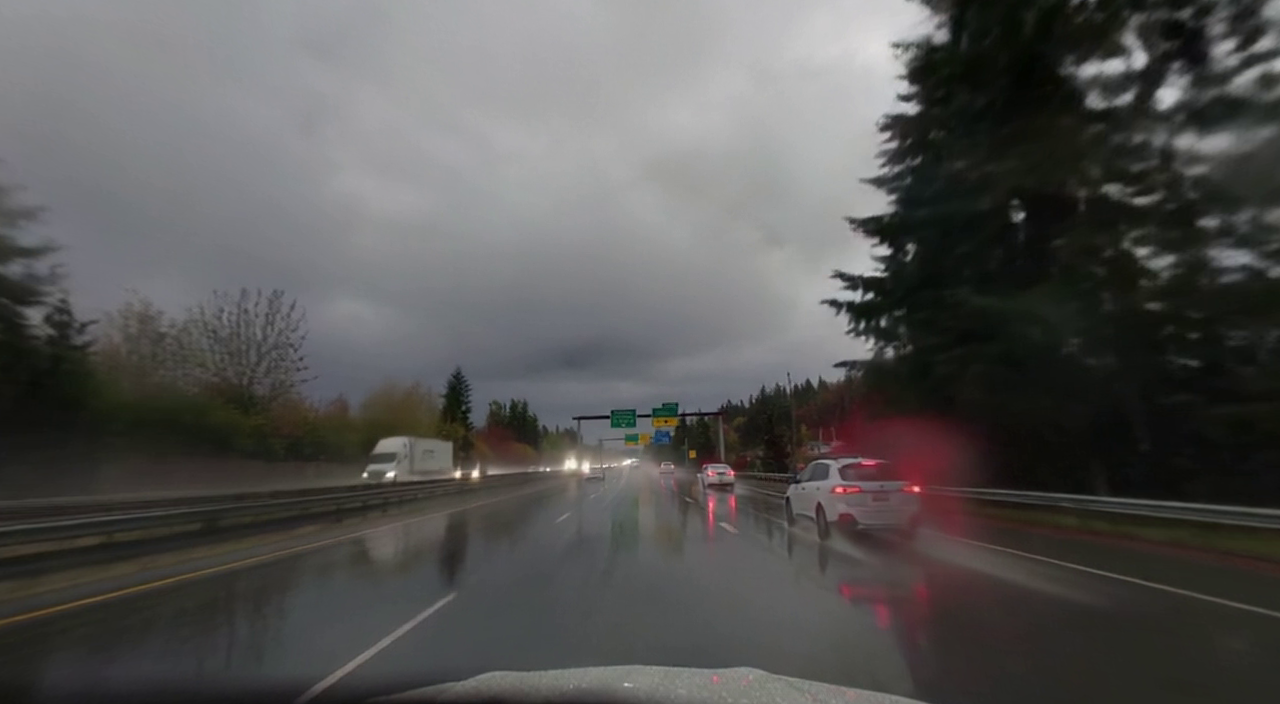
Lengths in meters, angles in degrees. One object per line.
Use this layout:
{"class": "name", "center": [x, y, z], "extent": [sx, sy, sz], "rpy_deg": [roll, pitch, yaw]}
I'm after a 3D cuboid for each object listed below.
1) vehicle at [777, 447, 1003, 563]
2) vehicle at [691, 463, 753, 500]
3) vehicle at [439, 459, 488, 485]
{"class": "vehicle", "center": [4.025, 2.586, 11.241], "extent": [2.010, 1.579, 4.679], "rpy_deg": [1, -10, -1]}
{"class": "vehicle", "center": [3.544, 5.704, 28.044], "extent": [2.051, 1.472, 4.547], "rpy_deg": [1, -10, -2]}
{"class": "vehicle", "center": [-12.686, 8.681, 45.628], "extent": [2.050, 1.763, 5.114], "rpy_deg": [1, -10, 0]}
